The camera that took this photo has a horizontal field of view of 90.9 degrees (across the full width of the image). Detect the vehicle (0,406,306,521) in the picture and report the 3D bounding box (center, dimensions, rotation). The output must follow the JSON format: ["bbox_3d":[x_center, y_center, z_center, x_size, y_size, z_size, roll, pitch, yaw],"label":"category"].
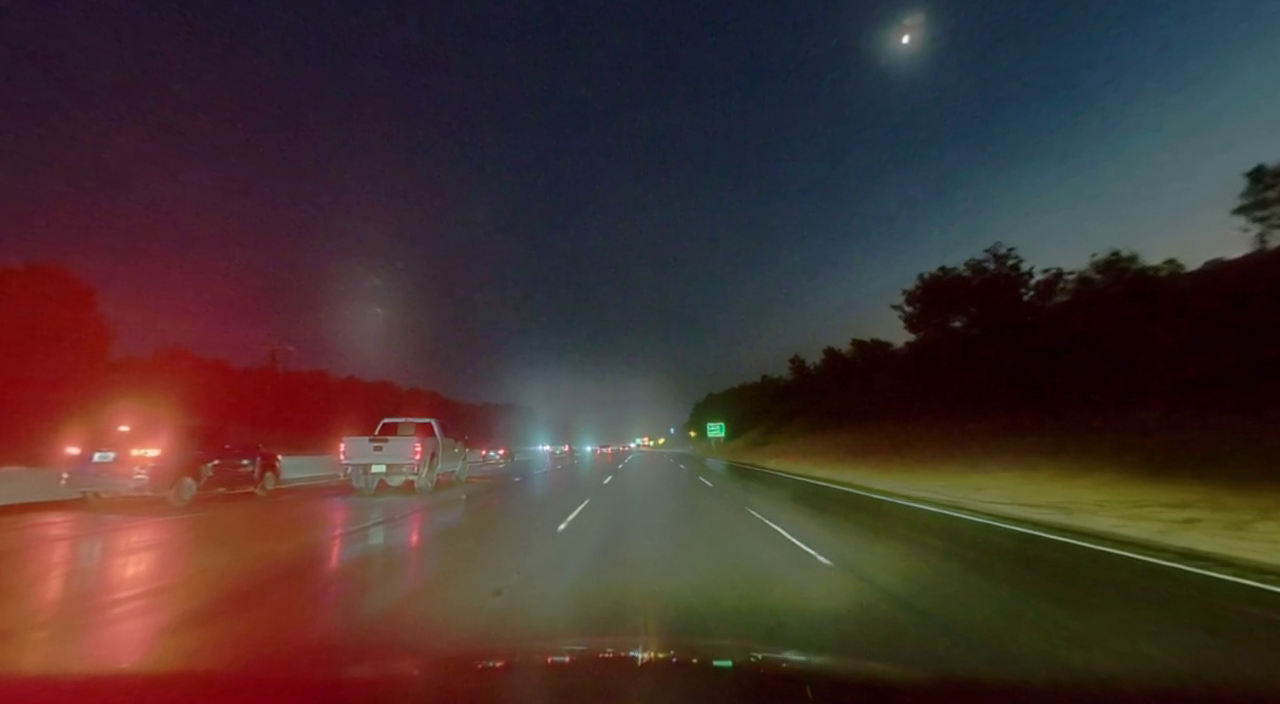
[{"bbox_3d":[-10.246,2.310,13.764,2.576,1.922,6.067,0,-8,0],"label":"vehicle"}]

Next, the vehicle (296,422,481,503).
[{"bbox_3d":[-6.350,2.877,17.115,2.403,1.773,6.276,0,-8,0],"label":"vehicle"}]

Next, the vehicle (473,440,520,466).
[{"bbox_3d":[-9.740,6.832,43.094,2.060,1.662,4.469,-1,-8,2],"label":"vehicle"}]

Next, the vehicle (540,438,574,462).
[{"bbox_3d":[-6.241,7.408,47.853,2.009,1.735,4.358,0,-8,0],"label":"vehicle"}]
